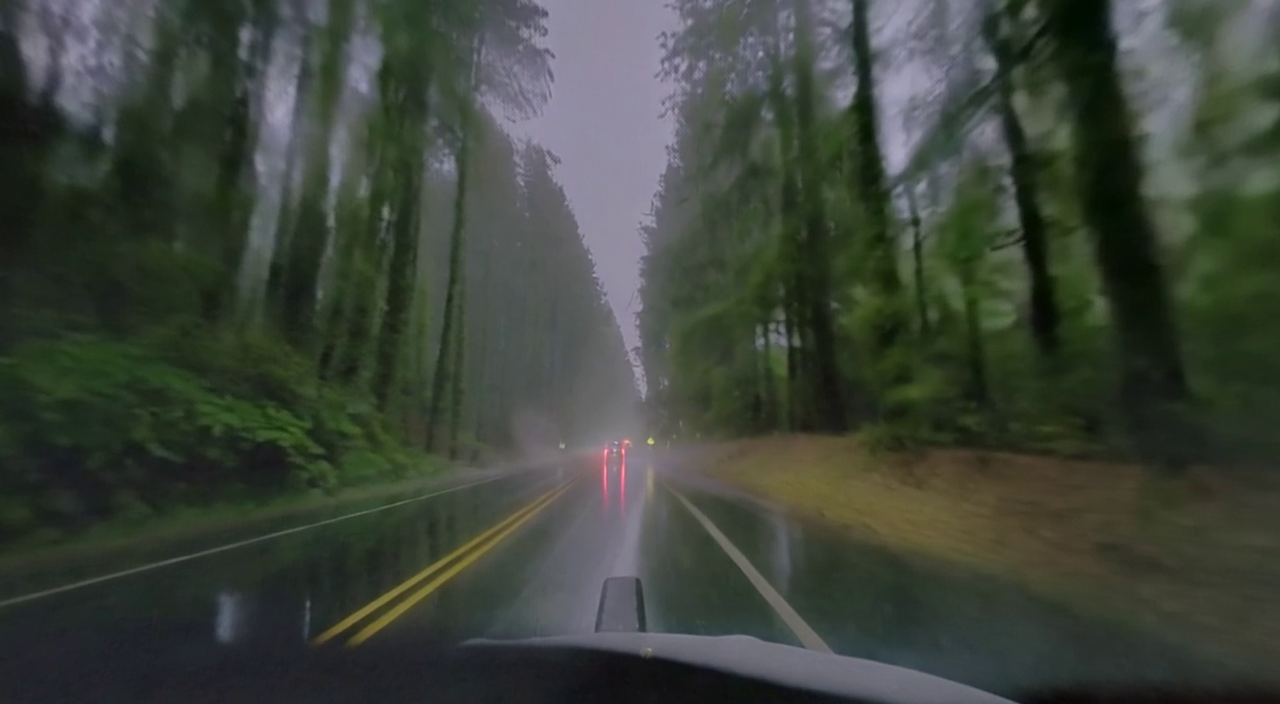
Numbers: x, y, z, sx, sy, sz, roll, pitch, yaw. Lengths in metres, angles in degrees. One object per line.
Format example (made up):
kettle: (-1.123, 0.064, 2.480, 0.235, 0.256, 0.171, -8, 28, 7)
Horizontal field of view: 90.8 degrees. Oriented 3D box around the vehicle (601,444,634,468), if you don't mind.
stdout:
vehicle: (-1.491, 6.881, 41.836, 2.042, 1.489, 3.963, 0, -8, -2)
